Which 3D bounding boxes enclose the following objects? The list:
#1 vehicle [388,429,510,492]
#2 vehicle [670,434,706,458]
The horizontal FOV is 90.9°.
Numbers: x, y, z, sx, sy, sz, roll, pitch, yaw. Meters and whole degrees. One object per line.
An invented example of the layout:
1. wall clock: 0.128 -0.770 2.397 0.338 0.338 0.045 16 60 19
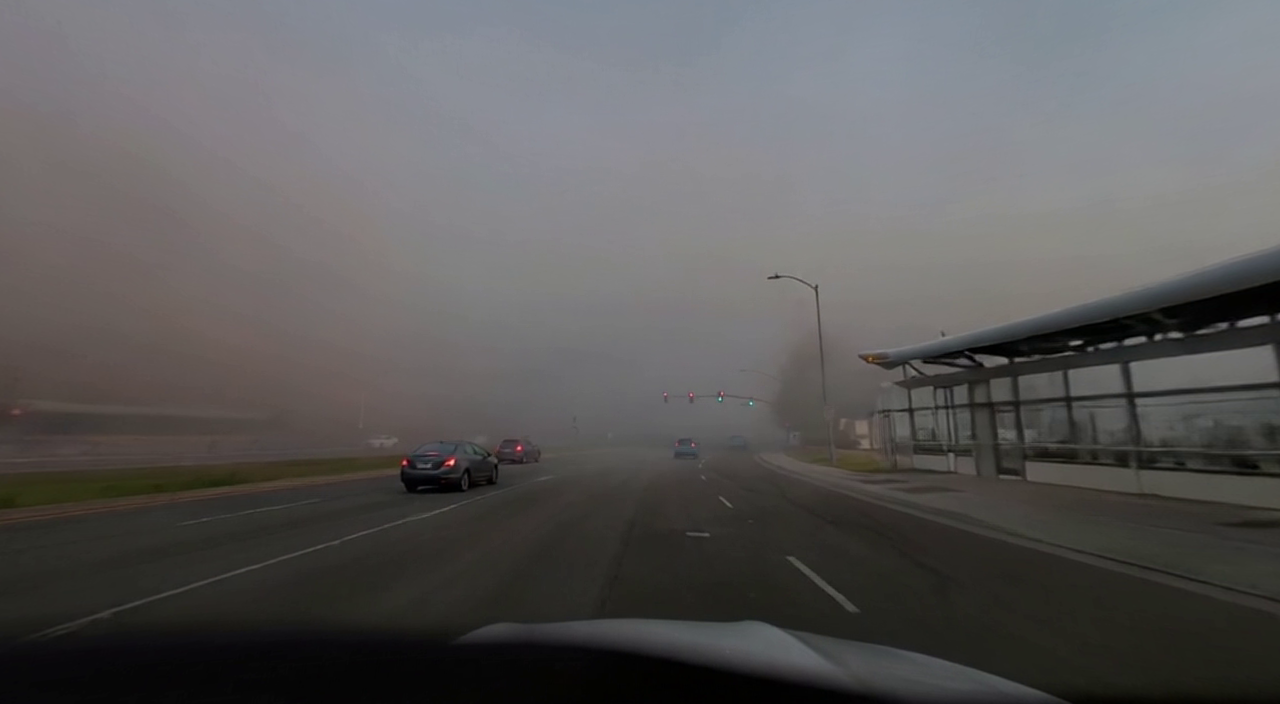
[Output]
1. vehicle: -5.789 3.357 19.872 2.181 1.728 4.515 -1 -8 4
2. vehicle: 3.828 7.349 49.475 2.345 1.803 4.261 -2 -8 10
